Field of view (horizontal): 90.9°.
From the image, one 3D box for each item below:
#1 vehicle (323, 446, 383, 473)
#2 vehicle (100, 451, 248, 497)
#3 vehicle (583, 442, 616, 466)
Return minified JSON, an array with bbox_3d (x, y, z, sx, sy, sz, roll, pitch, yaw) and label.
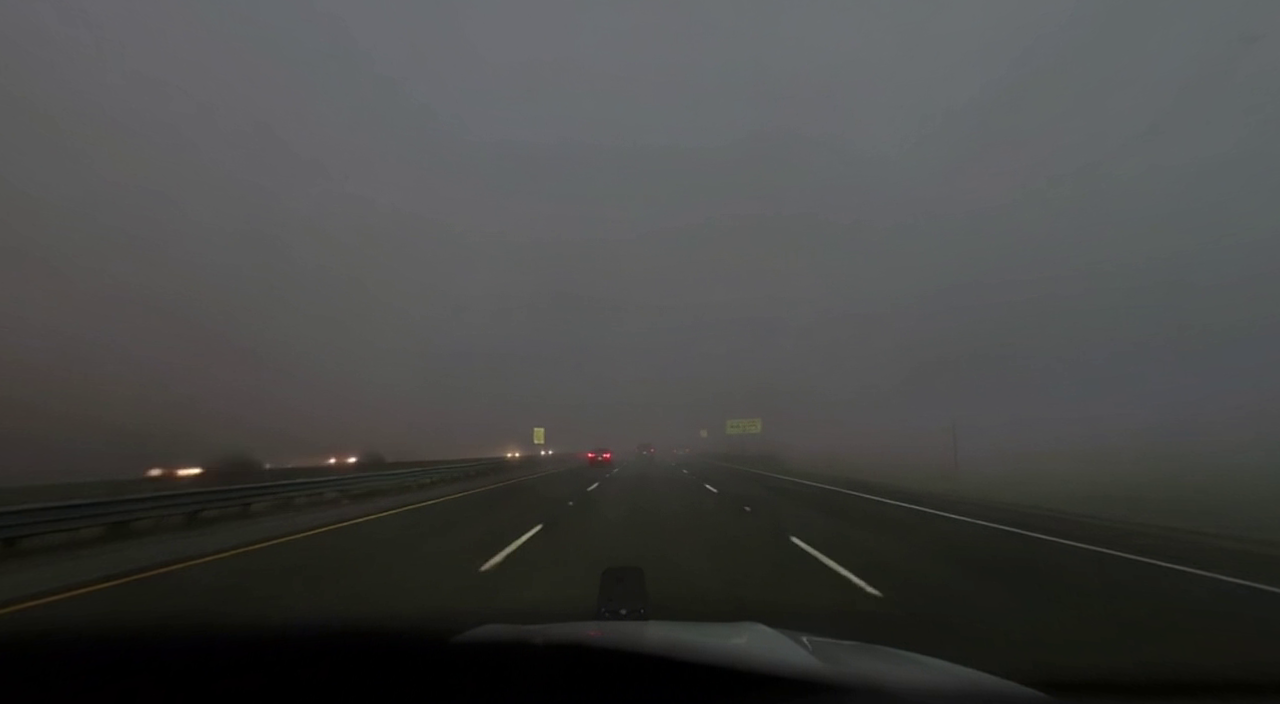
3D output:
[{"bbox_3d":[-19.667,7.372,43.402,1.935,1.717,4.502,0,-8,0],"label":"vehicle"},{"bbox_3d":[-16.448,4.286,22.604,1.899,1.438,4.385,0,-8,1],"label":"vehicle"},{"bbox_3d":[-3.100,7.903,49.100,2.319,1.738,4.355,0,-8,0],"label":"vehicle"}]
